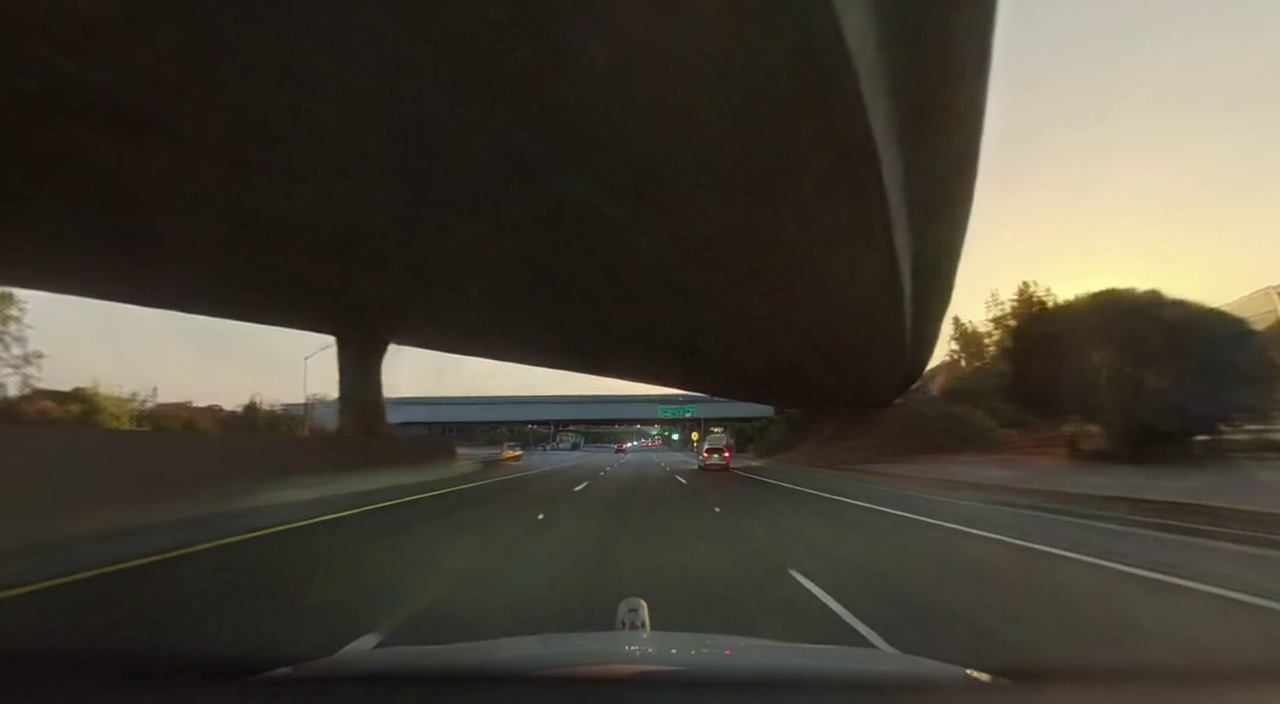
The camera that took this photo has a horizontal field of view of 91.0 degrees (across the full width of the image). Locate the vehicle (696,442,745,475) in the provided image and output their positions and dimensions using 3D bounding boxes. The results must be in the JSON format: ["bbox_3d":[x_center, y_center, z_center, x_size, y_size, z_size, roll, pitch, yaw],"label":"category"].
[{"bbox_3d":[4.238,5.654,33.776,2.085,1.594,4.848,0,-9,1],"label":"vehicle"}]
